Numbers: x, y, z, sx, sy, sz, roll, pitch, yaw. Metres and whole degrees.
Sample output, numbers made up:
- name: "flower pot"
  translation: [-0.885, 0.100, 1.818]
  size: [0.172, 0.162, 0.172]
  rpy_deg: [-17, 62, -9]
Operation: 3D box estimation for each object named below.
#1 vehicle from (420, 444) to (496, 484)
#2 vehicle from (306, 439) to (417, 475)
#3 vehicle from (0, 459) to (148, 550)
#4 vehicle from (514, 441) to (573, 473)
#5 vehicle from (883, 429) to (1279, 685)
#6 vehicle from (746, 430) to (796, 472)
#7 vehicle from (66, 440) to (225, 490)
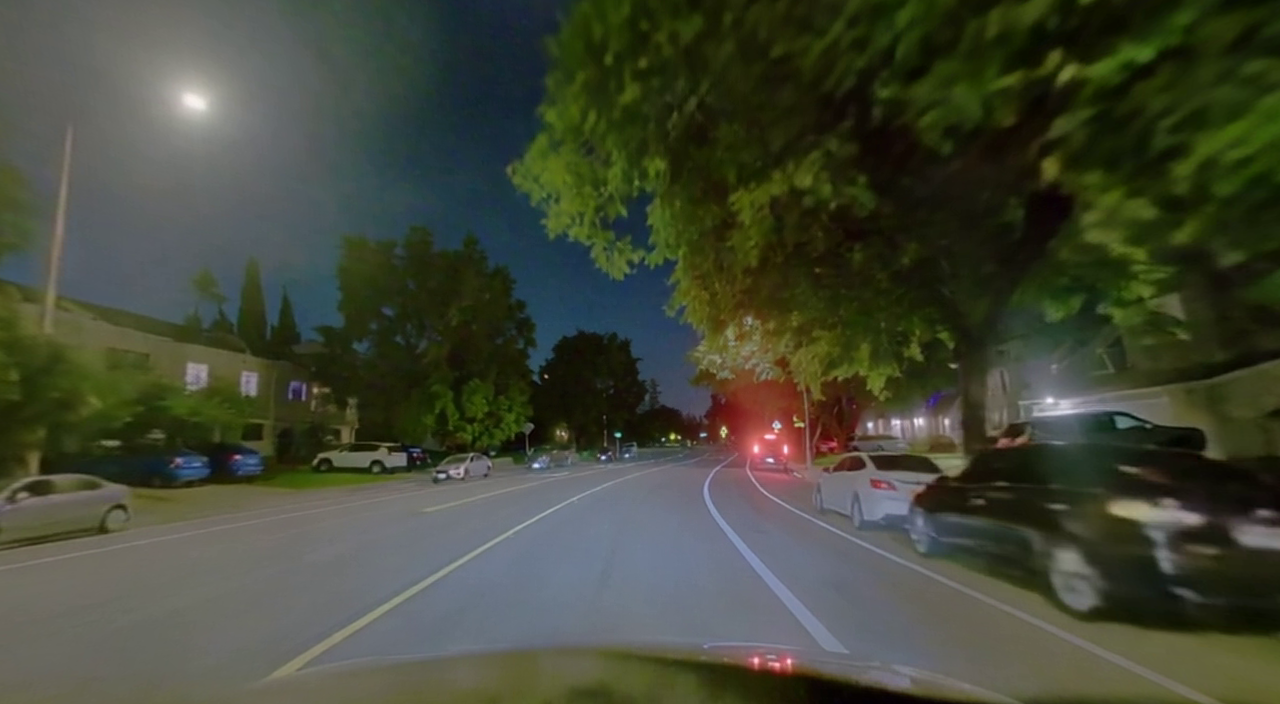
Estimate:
- name: "vehicle"
  translation: [-9.270, 5.733, 32.489]
  size: [2.105, 1.776, 4.657]
  rpy_deg: [-4, -9, 7]
- name: "vehicle"
  translation: [-15.462, 5.808, 35.112]
  size: [5.192, 1.915, 2.200]
  rpy_deg: [-1, -8, 9]
- name: "vehicle"
  translation: [-11.670, 2.838, 11.444]
  size: [2.091, 1.461, 4.058]
  rpy_deg: [-5, -13, 1]
- name: "vehicle"
  translation: [-6.837, 7.516, 45.276]
  size: [2.450, 1.998, 5.367]
  rpy_deg: [-5, -9, 10]
- name: "vehicle"
  translation: [4.226, 1.586, 6.023]
  size: [1.996, 1.466, 4.458]
  rpy_deg: [3, -8, -1]
- name: "vehicle"
  translation: [7.732, 5.852, 37.390]
  size: [2.574, 2.156, 6.672]
  rpy_deg: [-3, -9, 11]
- name: "vehicle"
  translation: [-19.025, 4.305, 24.329]
  size: [4.610, 1.714, 2.160]
  rpy_deg: [0, -9, 10]
